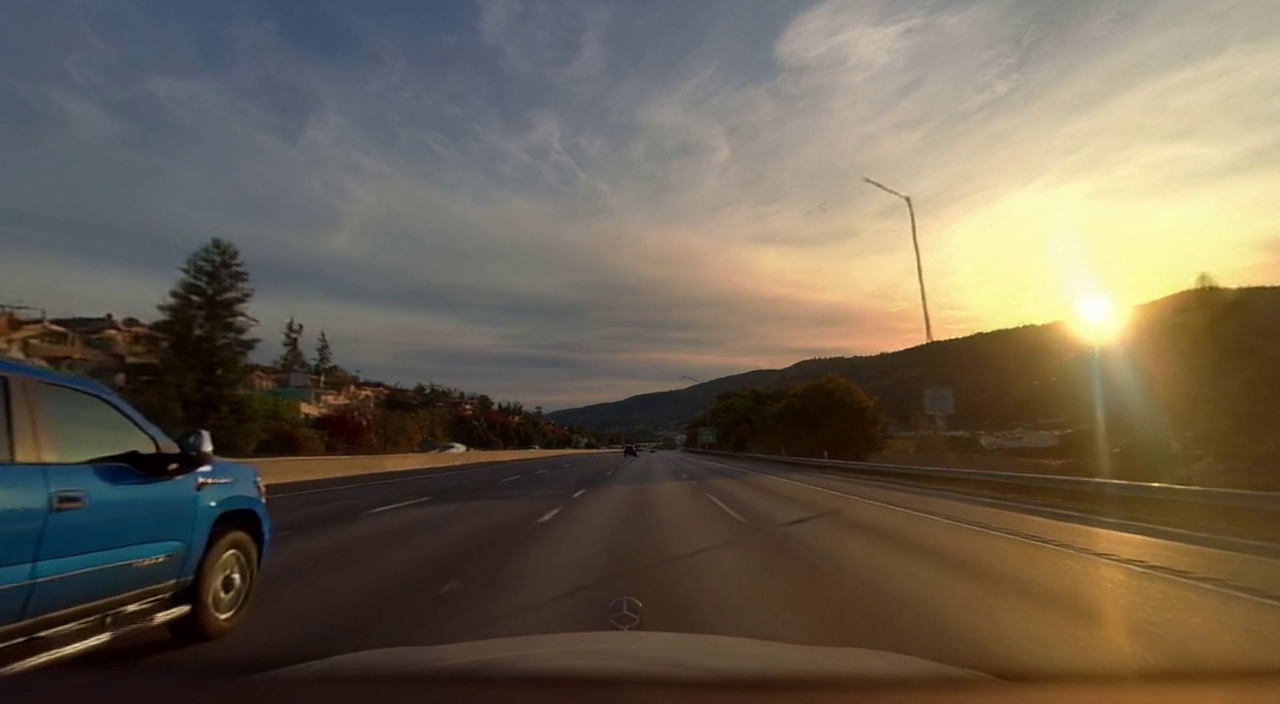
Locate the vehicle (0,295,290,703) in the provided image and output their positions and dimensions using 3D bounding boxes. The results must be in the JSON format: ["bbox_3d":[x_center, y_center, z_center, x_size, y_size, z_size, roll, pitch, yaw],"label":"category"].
[{"bbox_3d":[-3.561,0.603,1.703,2.202,1.836,5.009,0,-9,2],"label":"vehicle"}]
